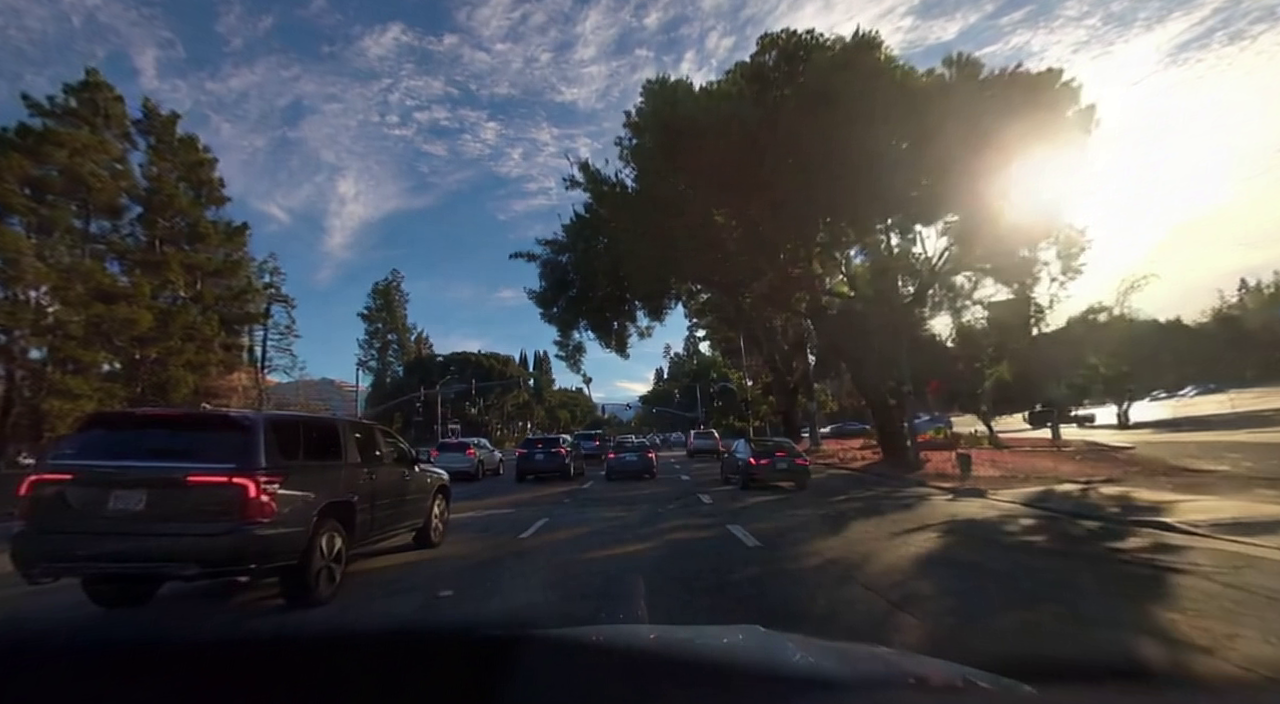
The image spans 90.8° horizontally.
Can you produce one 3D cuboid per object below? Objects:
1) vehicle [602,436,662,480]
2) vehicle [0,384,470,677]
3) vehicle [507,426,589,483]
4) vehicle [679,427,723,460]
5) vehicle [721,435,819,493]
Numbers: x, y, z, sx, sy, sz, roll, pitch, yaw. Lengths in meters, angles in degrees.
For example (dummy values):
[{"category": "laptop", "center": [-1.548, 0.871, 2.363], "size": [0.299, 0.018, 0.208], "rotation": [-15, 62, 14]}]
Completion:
[{"category": "vehicle", "center": [-0.247, 3.910, 23.555], "size": [2.030, 1.477, 4.330], "rotation": [0, -8, 0]}, {"category": "vehicle", "center": [-3.531, 1.455, 6.502], "size": [2.111, 1.745, 5.274], "rotation": [0, -8, 0]}, {"category": "vehicle", "center": [-3.174, 3.682, 22.854], "size": [2.218, 1.829, 4.492], "rotation": [0, -8, 1]}, {"category": "vehicle", "center": [3.627, 5.549, 38.389], "size": [2.099, 1.845, 4.363], "rotation": [0, -8, -1]}, {"category": "vehicle", "center": [3.635, 3.197, 18.443], "size": [1.884, 1.463, 4.195], "rotation": [0, -8, -1]}]
